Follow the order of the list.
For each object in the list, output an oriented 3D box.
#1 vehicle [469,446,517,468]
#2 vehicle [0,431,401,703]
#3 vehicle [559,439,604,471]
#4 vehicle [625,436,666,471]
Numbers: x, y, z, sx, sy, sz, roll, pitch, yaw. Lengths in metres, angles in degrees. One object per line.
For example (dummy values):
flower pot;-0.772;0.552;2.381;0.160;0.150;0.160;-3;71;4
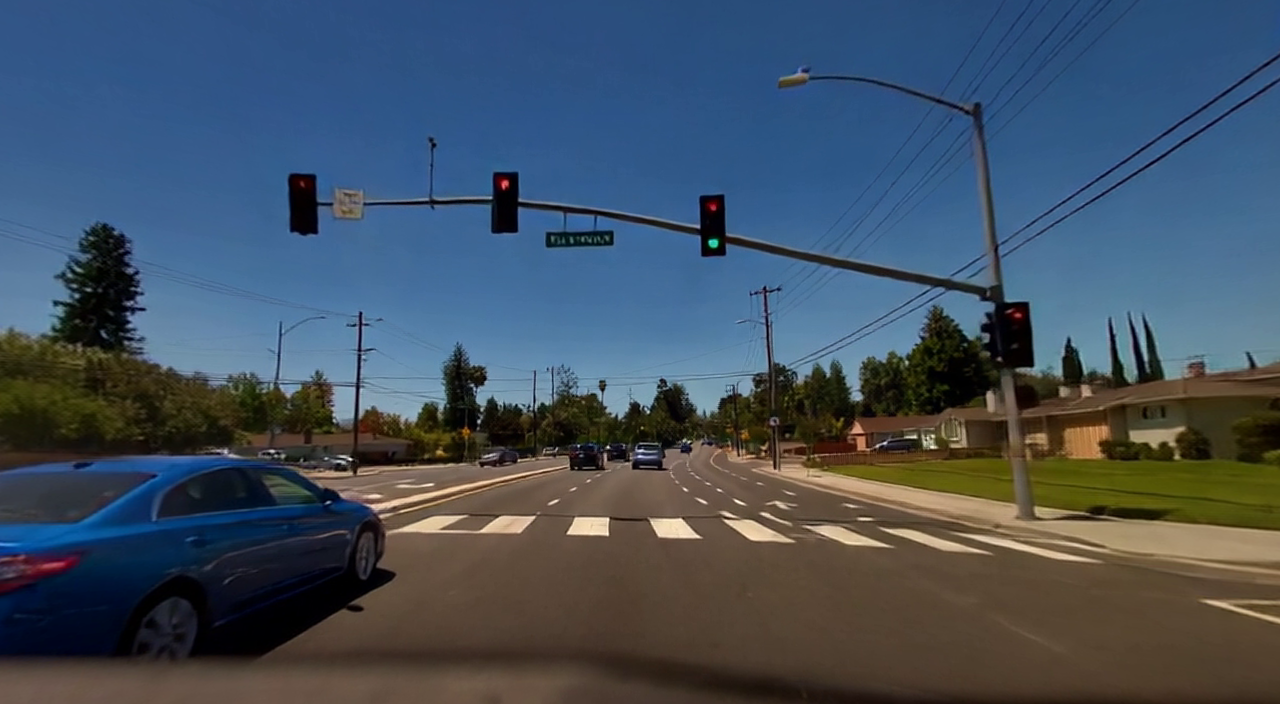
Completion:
vehicle;-10.355;7.393;44.831;2.008;1.446;4.586;-1;-8;4
vehicle;-3.642;1.356;4.784;1.901;1.409;4.442;0;-8;0
vehicle;-3.213;5.739;35.452;1.899;1.685;4.121;0;-8;3
vehicle;0.377;5.792;36.217;2.155;1.836;4.250;0;-8;3
